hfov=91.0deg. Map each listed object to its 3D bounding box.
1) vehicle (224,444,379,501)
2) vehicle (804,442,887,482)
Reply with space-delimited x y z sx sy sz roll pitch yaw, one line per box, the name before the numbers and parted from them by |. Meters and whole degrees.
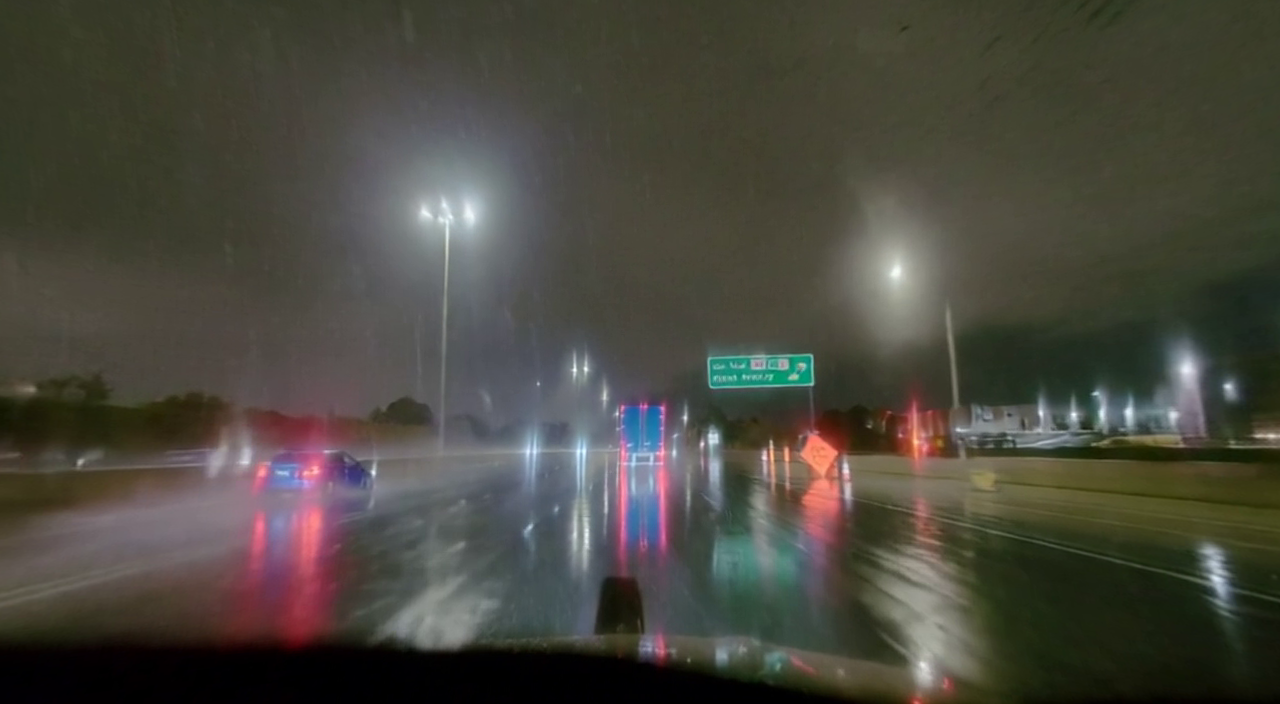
vehicle | -10.390 3.713 19.913 2.096 1.538 4.998 0 -9 0
vehicle | 9.621 5.196 30.030 2.065 1.698 4.882 0 -9 -3
